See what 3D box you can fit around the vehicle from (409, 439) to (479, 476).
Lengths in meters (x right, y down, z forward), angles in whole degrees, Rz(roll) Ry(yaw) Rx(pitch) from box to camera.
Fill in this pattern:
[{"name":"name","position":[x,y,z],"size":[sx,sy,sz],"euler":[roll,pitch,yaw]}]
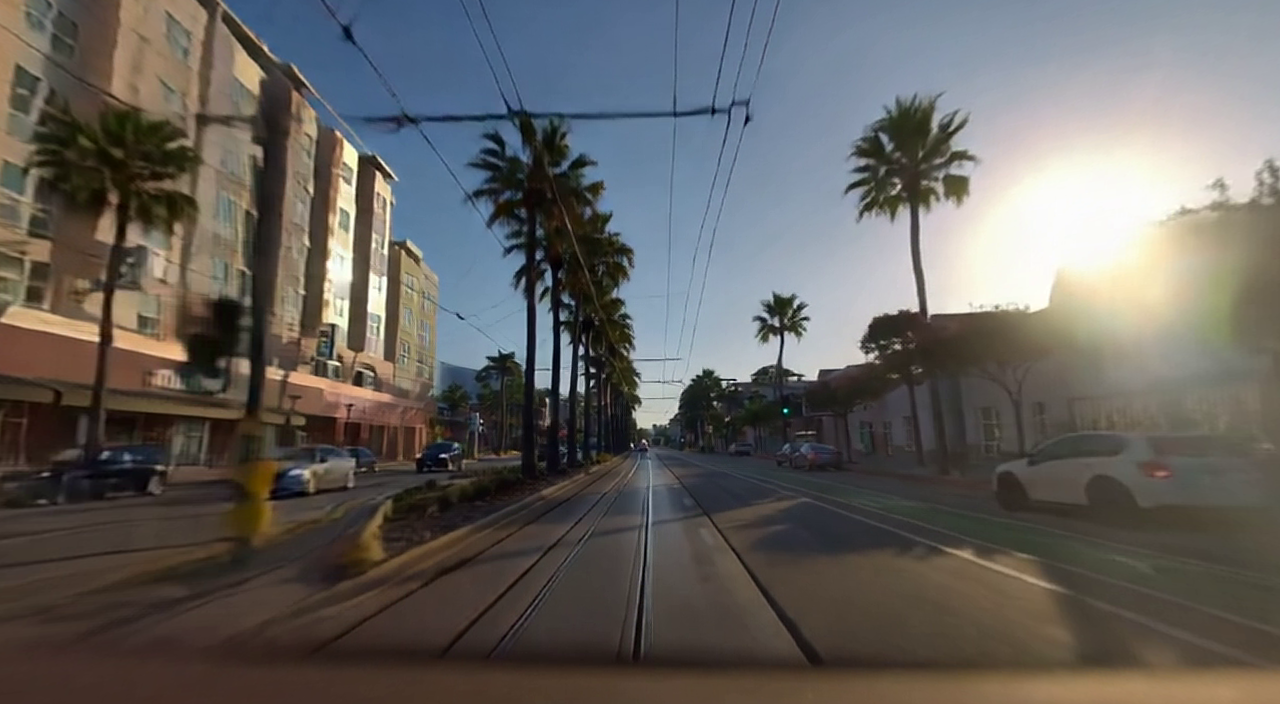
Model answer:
[{"name":"vehicle","position":[-10.638,5.735,34.679],"size":[2.096,1.860,4.953],"euler":[-1,-8,2]}]

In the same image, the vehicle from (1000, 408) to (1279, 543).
[{"name":"vehicle","position":[8.371,1.906,10.382],"size":[1.995,1.677,4.863],"euler":[0,-8,0]}]

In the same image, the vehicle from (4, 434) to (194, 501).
[{"name":"vehicle","position":[-16.591,3.536,19.724],"size":[1.974,1.808,4.373],"euler":[0,-8,1]}]

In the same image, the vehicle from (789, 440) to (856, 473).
[{"name":"vehicle","position":[8.825,5.088,30.814],"size":[1.816,1.488,4.102],"euler":[0,-8,-4]}]

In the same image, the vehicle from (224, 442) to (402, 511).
[{"name":"vehicle","position":[-7.933,3.039,15.914],"size":[2.046,1.475,4.426],"euler":[0,-8,1]}]
